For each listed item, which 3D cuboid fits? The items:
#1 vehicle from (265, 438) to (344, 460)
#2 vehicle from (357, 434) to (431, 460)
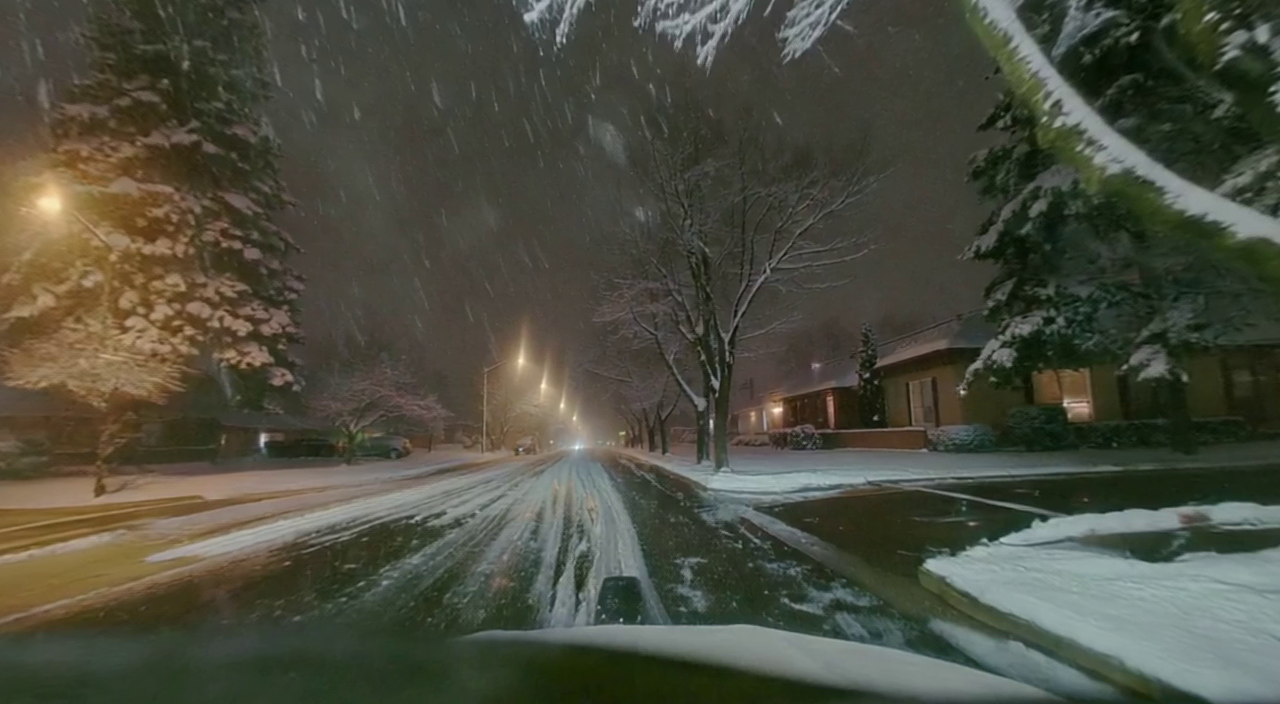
[{"bbox_3d":[-23.847,6.930,45.075,4.531,1.470,1.855,0,-9,-3],"label":"vehicle"},{"bbox_3d":[-17.548,6.793,45.215,4.559,1.745,1.918,1,-9,-6],"label":"vehicle"}]
